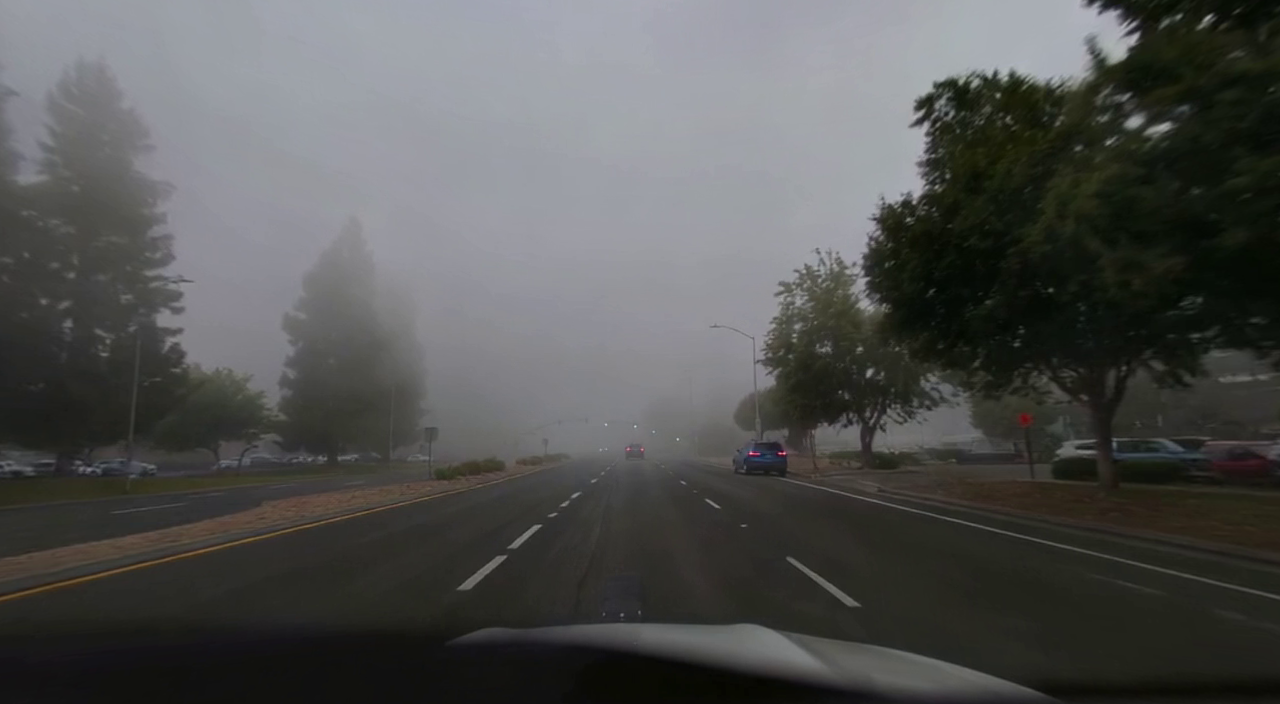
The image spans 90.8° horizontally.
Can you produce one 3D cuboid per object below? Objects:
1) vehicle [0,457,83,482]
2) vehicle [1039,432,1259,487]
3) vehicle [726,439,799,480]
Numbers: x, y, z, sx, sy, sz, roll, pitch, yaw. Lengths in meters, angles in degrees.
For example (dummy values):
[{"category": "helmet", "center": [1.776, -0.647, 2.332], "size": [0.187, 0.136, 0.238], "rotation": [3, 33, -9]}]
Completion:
[{"category": "vehicle", "center": [-44.786, 8.712, 46.891], "size": [1.878, 1.527, 4.758], "rotation": [-6, -8, 22]}, {"category": "vehicle", "center": [15.270, 3.241, 19.188], "size": [4.859, 1.563, 1.952], "rotation": [0, -8, 2]}, {"category": "vehicle", "center": [5.737, 5.095, 30.292], "size": [2.295, 1.804, 4.971], "rotation": [0, -8, -3]}]
